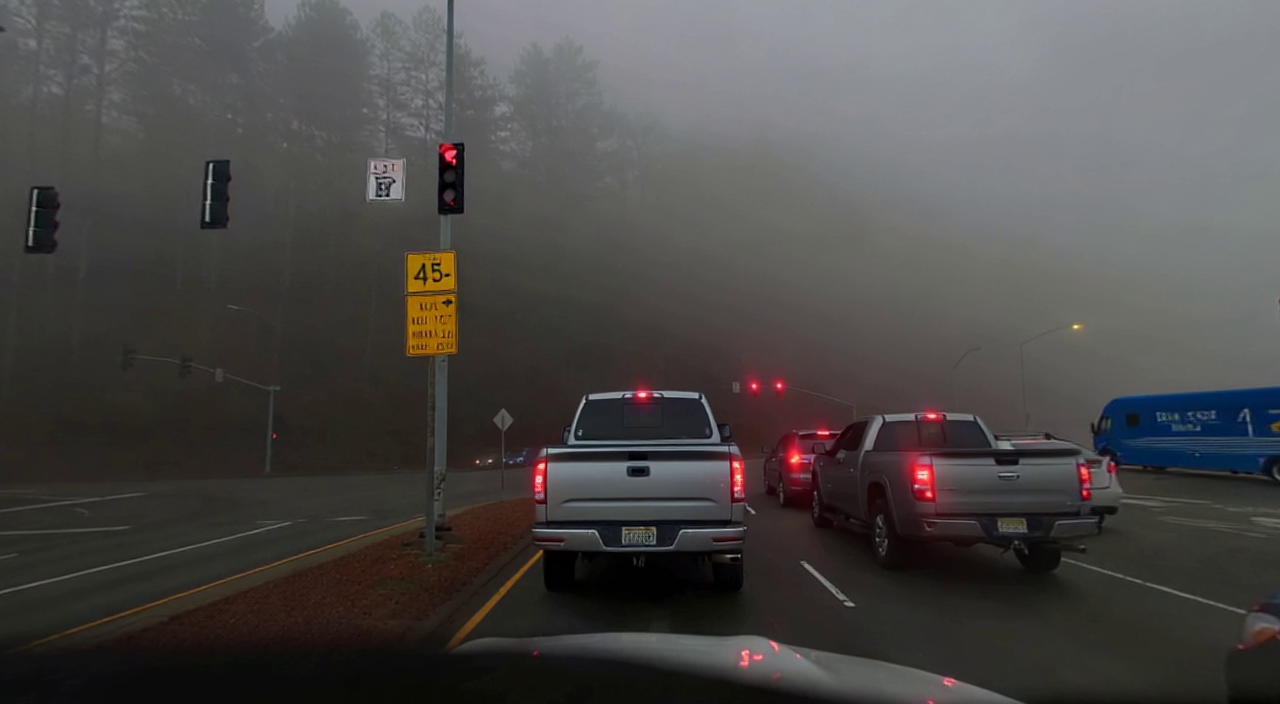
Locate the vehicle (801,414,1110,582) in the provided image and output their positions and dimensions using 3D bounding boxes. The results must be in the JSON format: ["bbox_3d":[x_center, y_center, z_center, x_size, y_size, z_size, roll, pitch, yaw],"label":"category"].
[{"bbox_3d":[3.585,1.718,8.195,1.981,1.616,4.006,0,-8,1],"label":"vehicle"}]

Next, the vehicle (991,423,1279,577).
[{"bbox_3d":[6.835,1.746,8.280,1.973,1.470,4.228,0,-8,0],"label":"vehicle"}]

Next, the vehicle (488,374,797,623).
[{"bbox_3d":[0.049,1.469,7.330,2.326,1.880,4.964,0,-8,1],"label":"vehicle"}]
